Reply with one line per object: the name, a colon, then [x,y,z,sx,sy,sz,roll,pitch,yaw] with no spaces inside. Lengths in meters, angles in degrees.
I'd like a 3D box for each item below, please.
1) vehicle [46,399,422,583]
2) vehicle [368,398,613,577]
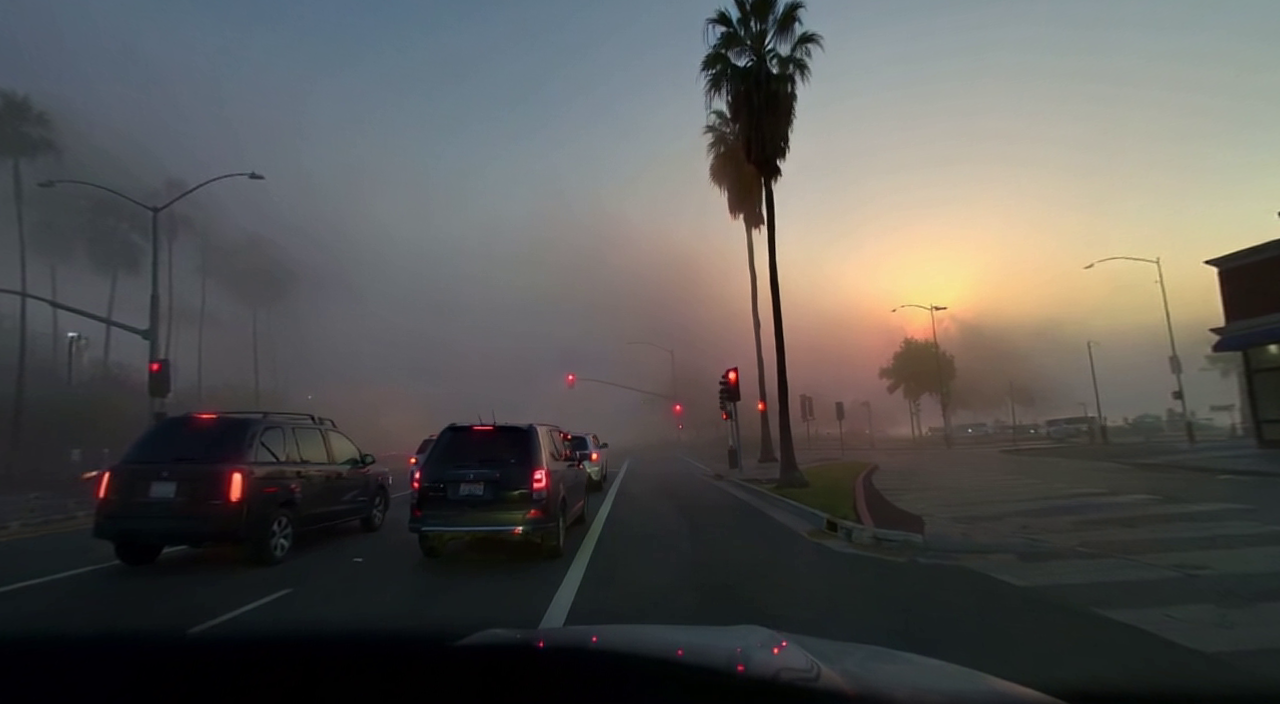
vehicle: [-5.017,1.791,8.958,2.025,1.862,4.804,0,-9,1]
vehicle: [-1.576,1.667,8.494,2.153,1.759,4.320,0,-9,1]
